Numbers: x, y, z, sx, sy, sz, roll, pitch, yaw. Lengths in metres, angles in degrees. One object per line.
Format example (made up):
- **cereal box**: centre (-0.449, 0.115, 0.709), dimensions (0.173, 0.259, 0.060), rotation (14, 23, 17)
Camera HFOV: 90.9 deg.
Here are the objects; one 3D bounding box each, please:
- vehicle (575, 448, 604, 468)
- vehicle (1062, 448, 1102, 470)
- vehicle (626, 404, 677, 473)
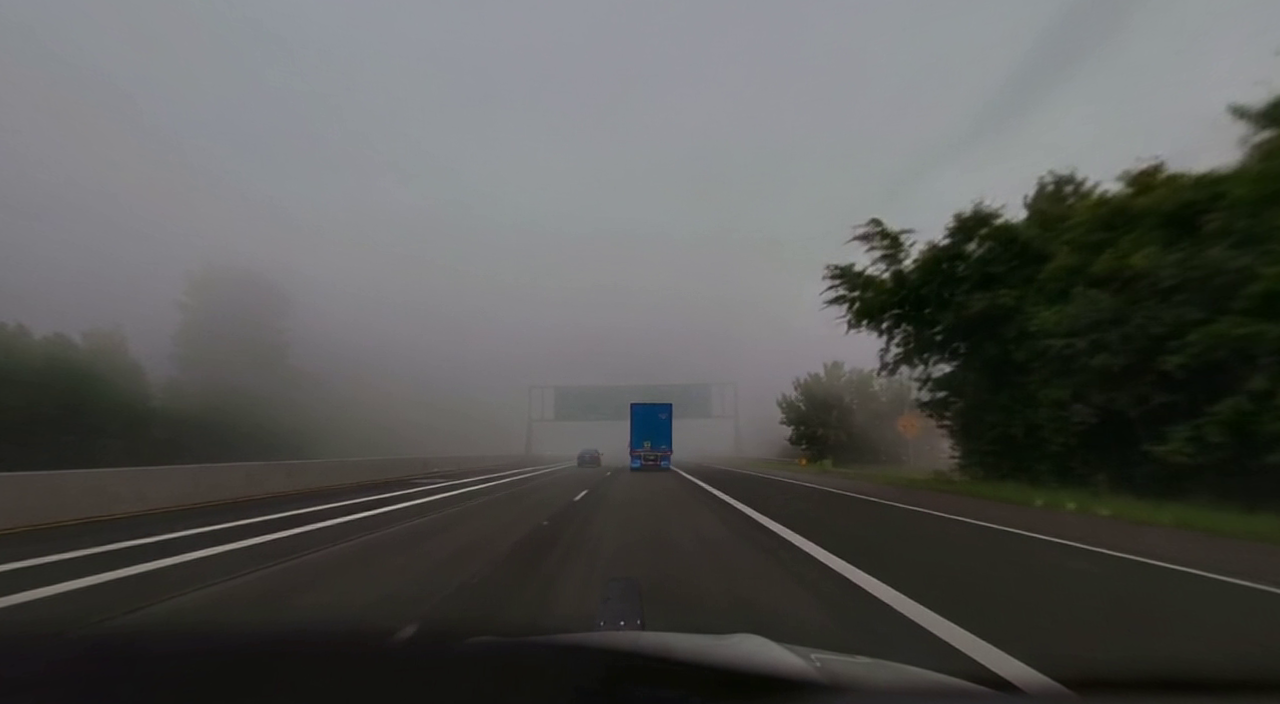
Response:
- **vehicle**: centre (-3.841, 8.092, 48.355), dimensions (1.873, 1.469, 3.601), rotation (0, -9, 0)
- **vehicle**: centre (31.313, 7.507, 44.560), dimensions (1.958, 1.442, 4.396), rotation (-7, -11, 38)
- **vehicle**: centre (0.694, 5.904, 42.604), dimensions (3.022, 4.072, 10.318), rotation (0, -9, 0)
